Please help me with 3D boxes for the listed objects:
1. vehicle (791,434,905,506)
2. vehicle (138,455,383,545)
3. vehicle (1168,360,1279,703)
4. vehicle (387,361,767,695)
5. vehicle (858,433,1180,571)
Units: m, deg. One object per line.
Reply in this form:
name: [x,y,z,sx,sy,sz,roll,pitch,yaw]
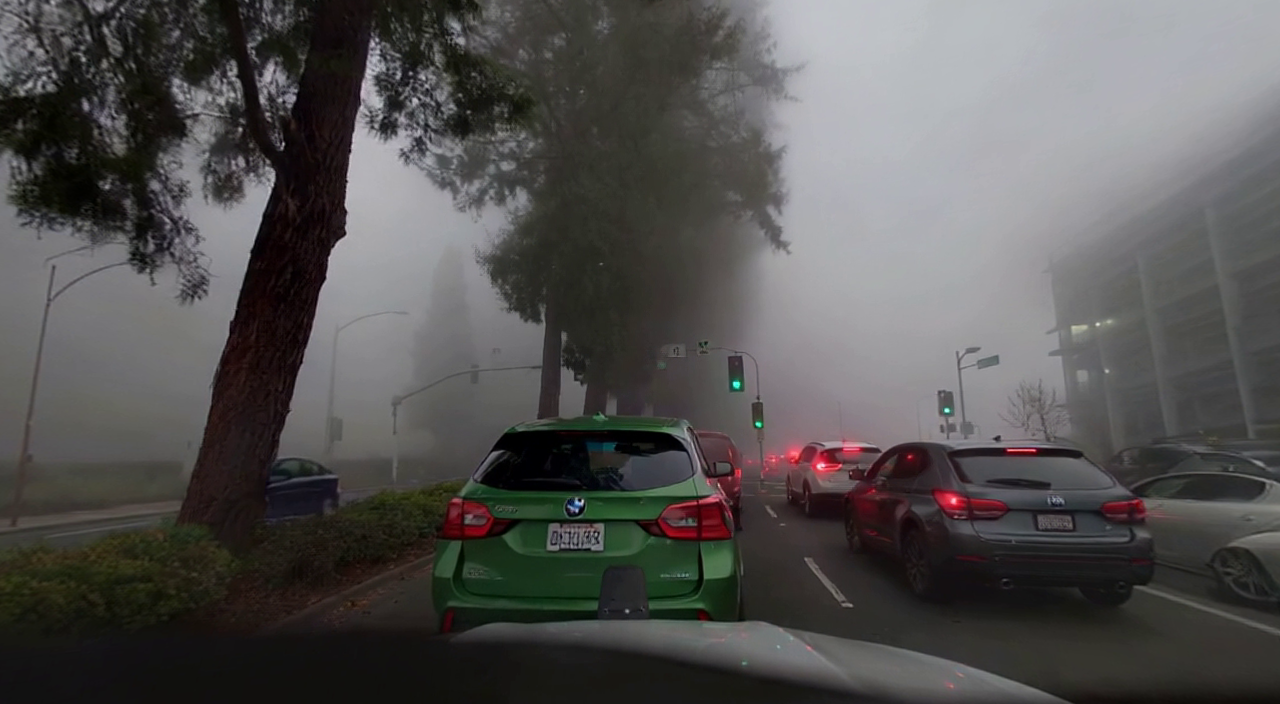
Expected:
vehicle: [5.322,3.034,16.717,1.994,1.638,4.100,-1,-9,6]
vehicle: [-7.763,3.028,13.662,2.163,1.500,4.753,-1,-8,3]
vehicle: [4.047,0.615,1.109,1.993,1.719,4.953,0,-8,1]
vehicle: [-0.208,1.237,5.565,2.021,1.742,4.295,-1,-8,4]
vehicle: [4.904,1.971,9.174,1.963,1.480,4.553,0,-8,2]
